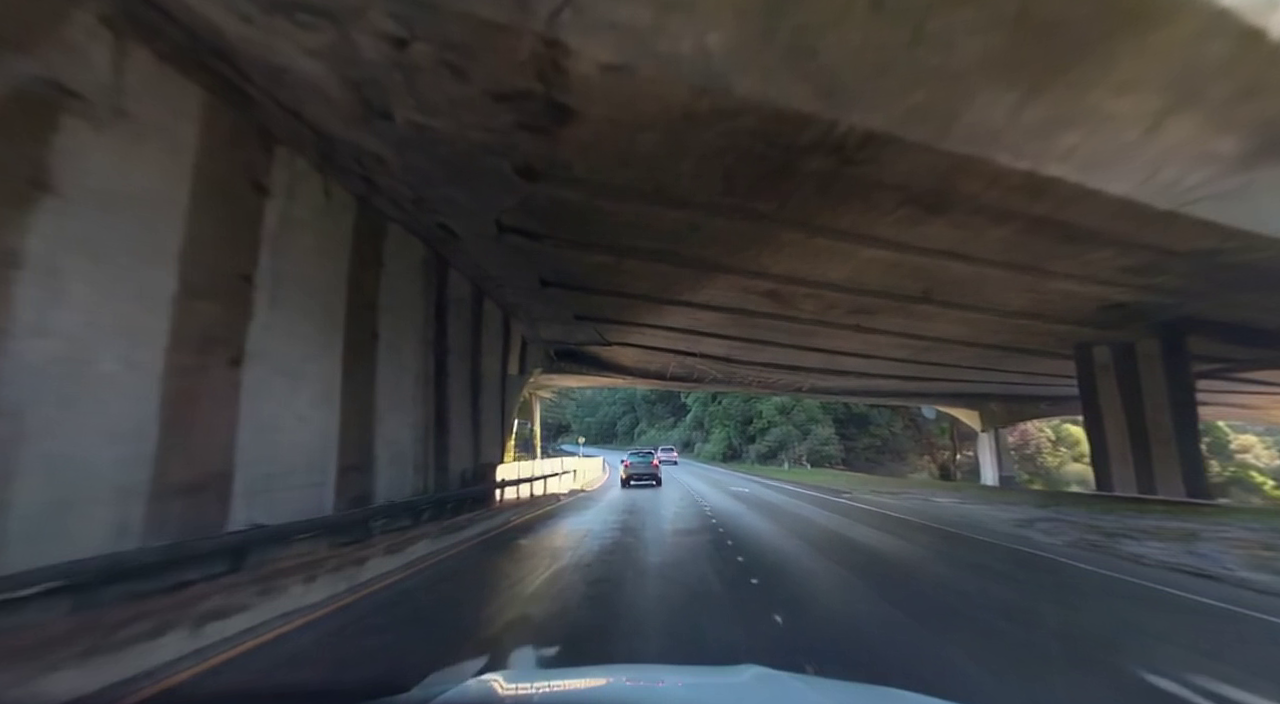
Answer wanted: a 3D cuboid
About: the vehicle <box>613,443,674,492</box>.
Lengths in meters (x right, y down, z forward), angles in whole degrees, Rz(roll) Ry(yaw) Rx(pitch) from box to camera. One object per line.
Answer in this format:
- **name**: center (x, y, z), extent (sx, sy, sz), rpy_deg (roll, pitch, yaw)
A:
- **vehicle**: center (0.164, 4.140, 22.762), extent (2.037, 1.601, 3.643), rpy_deg (0, -9, 2)
